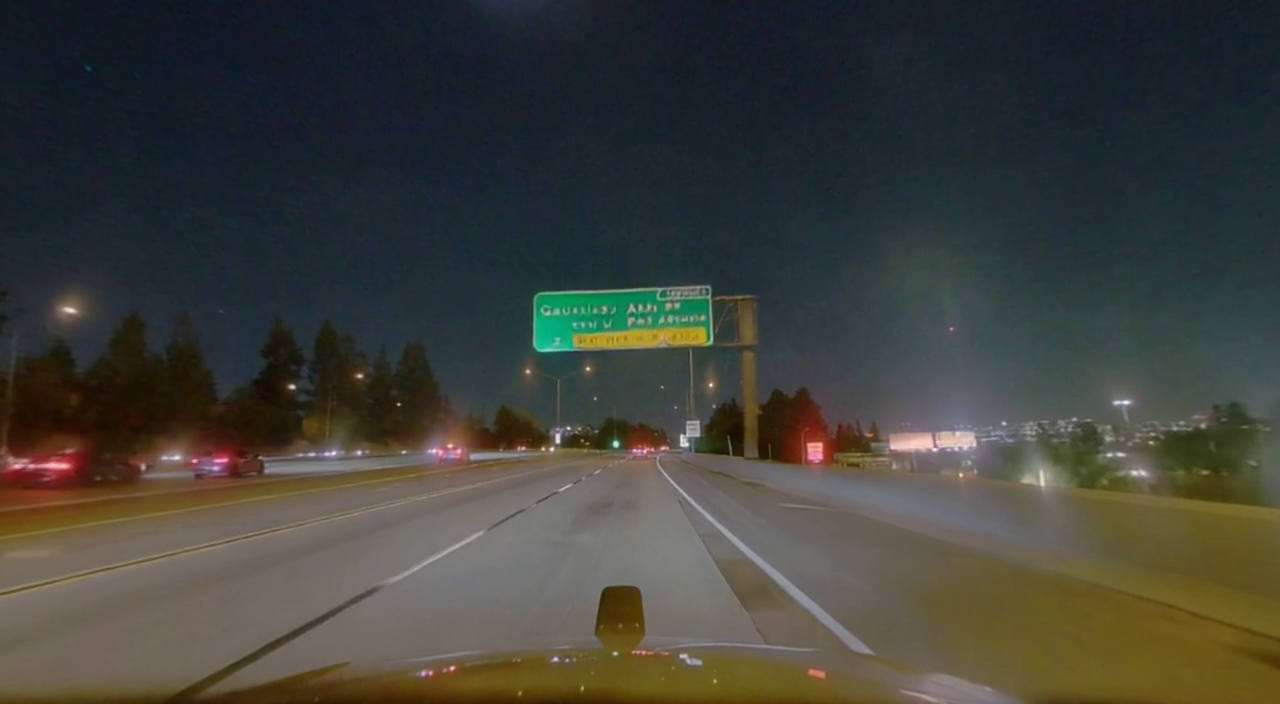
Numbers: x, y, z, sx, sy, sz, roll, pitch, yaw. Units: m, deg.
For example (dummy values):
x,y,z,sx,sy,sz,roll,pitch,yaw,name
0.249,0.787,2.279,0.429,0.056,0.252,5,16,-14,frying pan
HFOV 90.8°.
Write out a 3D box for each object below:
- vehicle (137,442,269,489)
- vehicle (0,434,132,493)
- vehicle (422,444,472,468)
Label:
x,y,z,sx,sy,sz,roll,pitch,yaw,name
-15.790,4.104,23.188,1.829,1.520,4.505,0,-9,-4,vehicle
-19.517,3.622,20.803,2.049,1.718,4.445,0,-9,-4,vehicle
-13.315,7.171,43.848,2.271,1.537,4.029,0,-9,-2,vehicle
